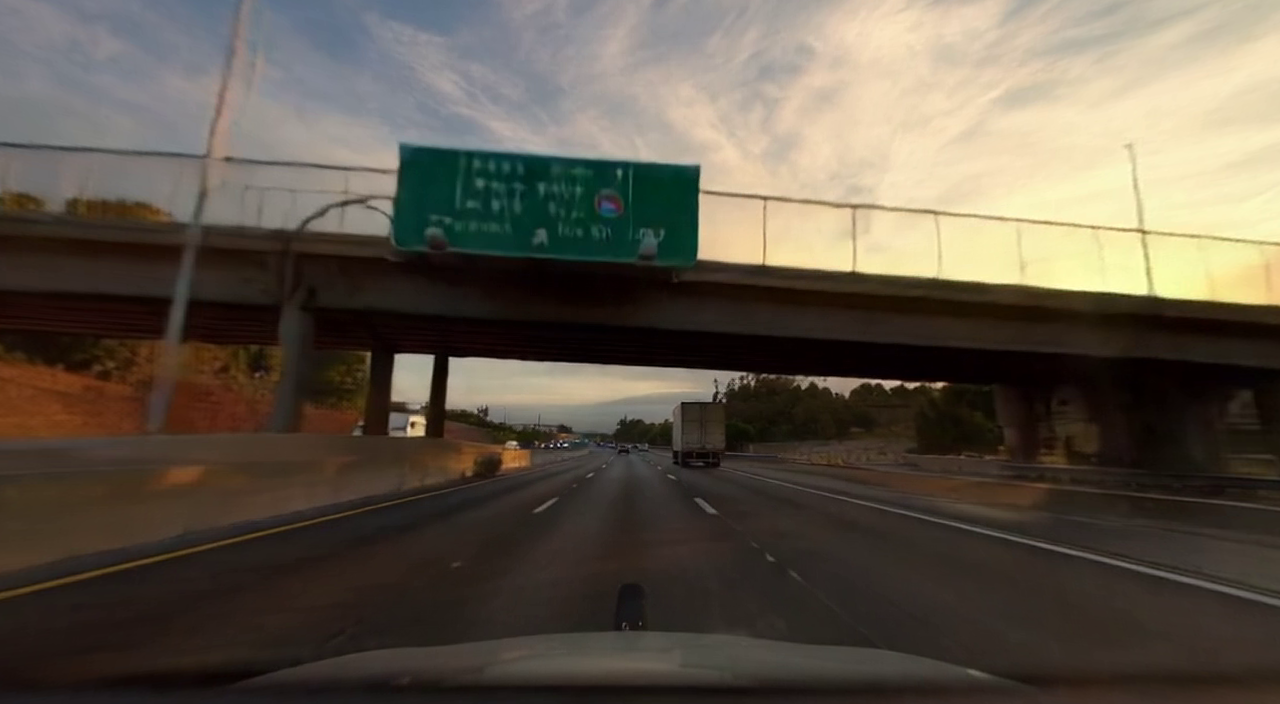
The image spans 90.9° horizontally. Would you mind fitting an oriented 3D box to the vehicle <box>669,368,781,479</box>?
[{"bbox_3d":[3.601,3.808,31.455,3.323,4.262,14.056,0,-9,-1],"label":"vehicle"}]
